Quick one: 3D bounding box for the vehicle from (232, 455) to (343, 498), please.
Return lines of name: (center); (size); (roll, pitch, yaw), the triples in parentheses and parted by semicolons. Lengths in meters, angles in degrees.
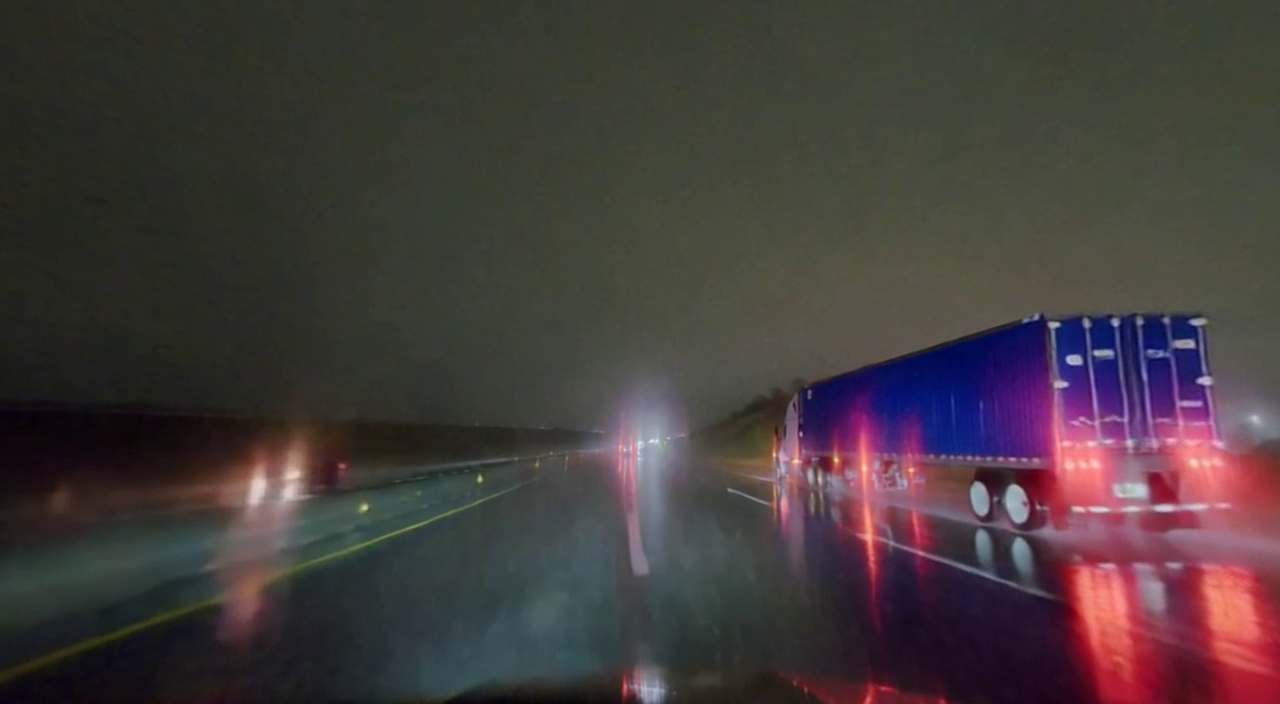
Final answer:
vehicle: (-13.305, 4.688, 24.110); (1.968, 1.454, 4.055); (0, -9, -2)
